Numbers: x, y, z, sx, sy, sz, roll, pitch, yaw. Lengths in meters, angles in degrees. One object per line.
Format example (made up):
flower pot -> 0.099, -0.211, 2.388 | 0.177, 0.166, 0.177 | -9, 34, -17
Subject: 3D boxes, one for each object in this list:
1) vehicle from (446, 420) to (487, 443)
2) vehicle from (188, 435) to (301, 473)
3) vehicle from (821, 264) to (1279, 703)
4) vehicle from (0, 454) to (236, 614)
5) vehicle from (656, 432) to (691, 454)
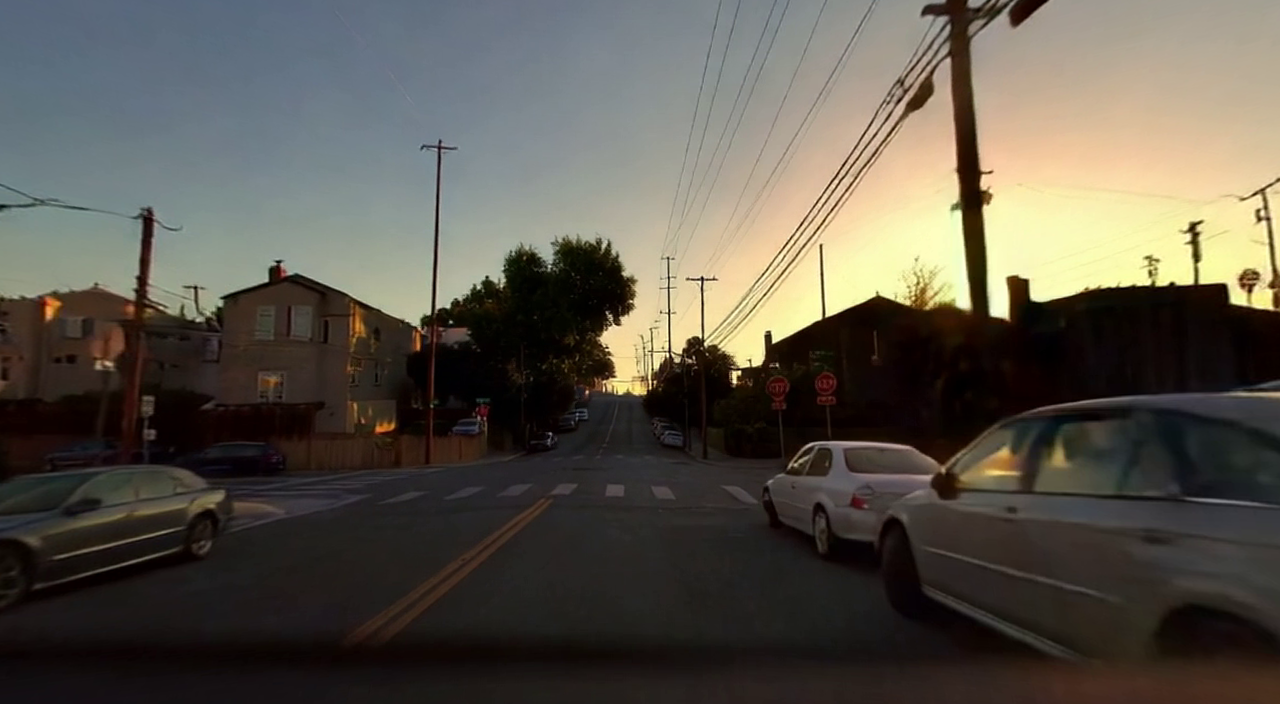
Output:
vehicle -> -13.643, 6.315, 49.843 | 1.992, 1.678, 4.658 | 0, -8, -1
vehicle -> -19.297, 4.981, 30.999 | 4.181, 1.742, 1.945 | 1, -9, -10
vehicle -> 3.205, 0.965, 3.868 | 2.375, 1.945, 5.670 | 0, -8, -1
vehicle -> -6.816, 1.893, 7.039 | 1.744, 1.407, 4.529 | 0, -8, -2
vehicle -> 2.420, 6.684, 46.302 | 2.120, 1.487, 4.360 | 0, -8, -3
